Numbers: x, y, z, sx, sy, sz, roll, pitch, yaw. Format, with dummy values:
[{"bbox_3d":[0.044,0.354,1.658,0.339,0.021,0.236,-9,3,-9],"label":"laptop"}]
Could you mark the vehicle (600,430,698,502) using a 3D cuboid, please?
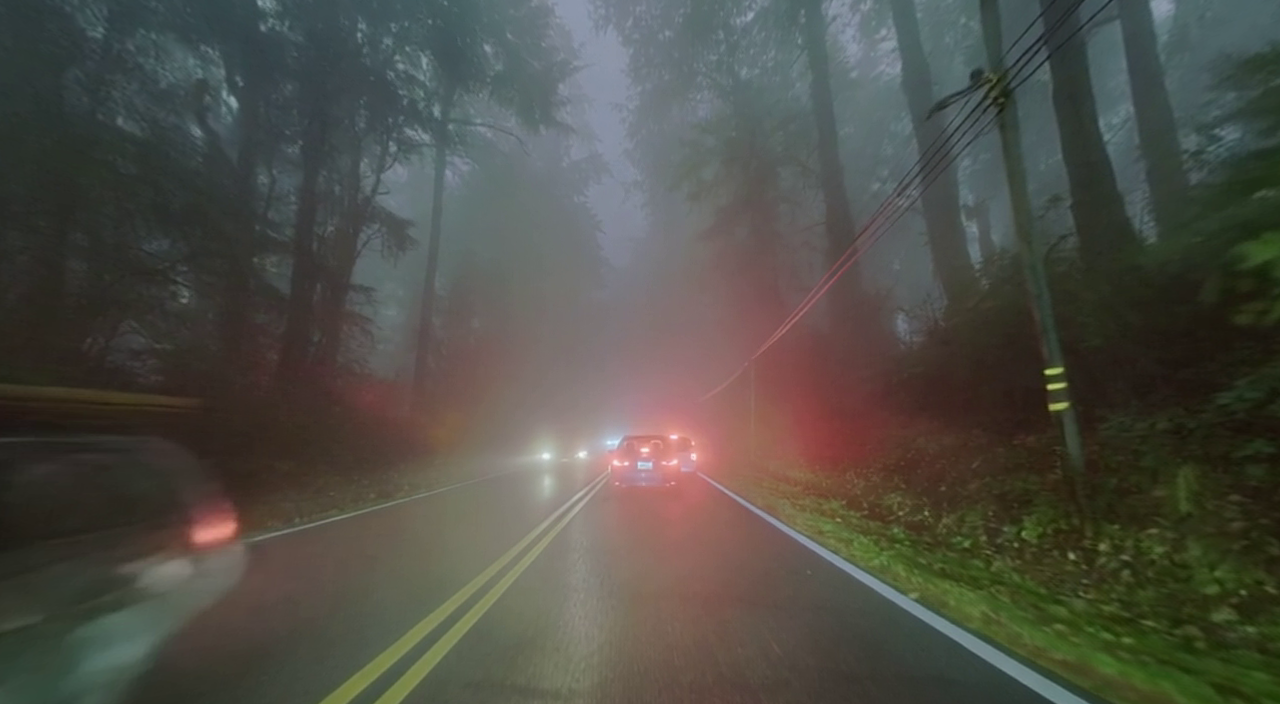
[{"bbox_3d":[0.169,2.705,15.295,2.081,1.503,3.726,0,-8,-1],"label":"vehicle"}]
